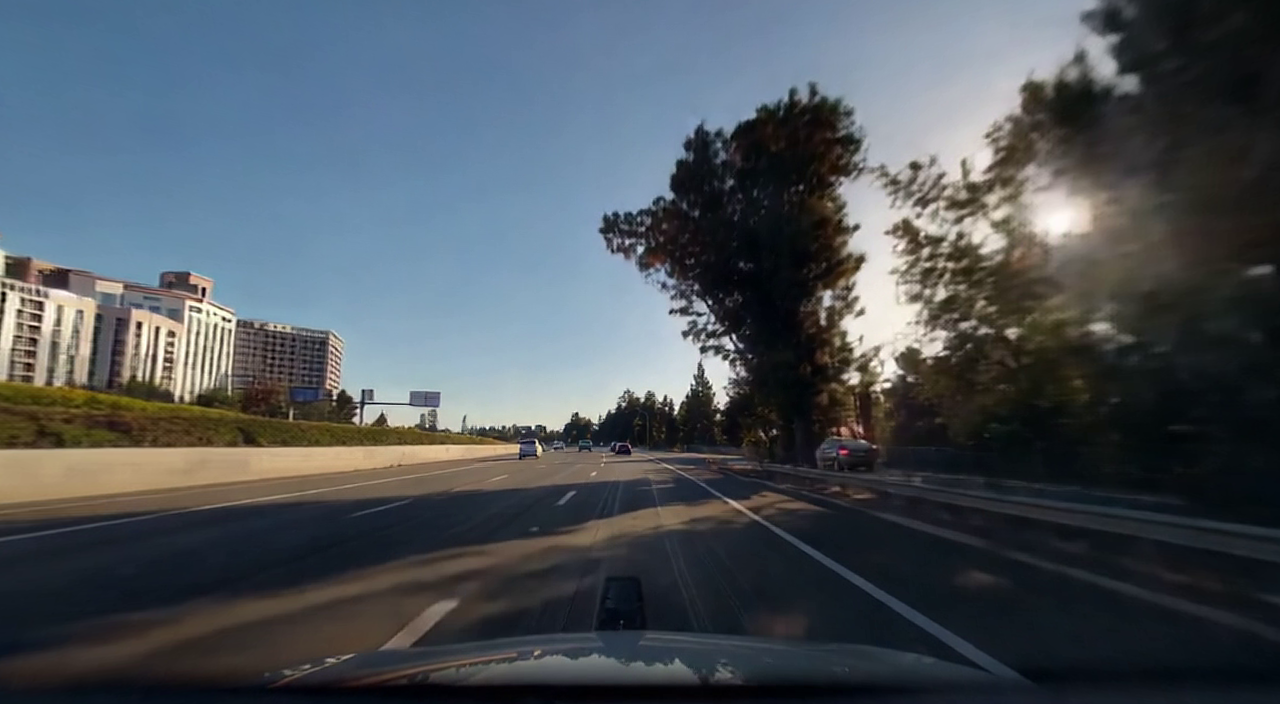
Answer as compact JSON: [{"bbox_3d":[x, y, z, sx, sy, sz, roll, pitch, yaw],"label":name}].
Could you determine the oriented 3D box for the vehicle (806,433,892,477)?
[{"bbox_3d":[9.323,4.616,28.531,2.023,1.782,4.193,1,-9,-7],"label":"vehicle"}]
